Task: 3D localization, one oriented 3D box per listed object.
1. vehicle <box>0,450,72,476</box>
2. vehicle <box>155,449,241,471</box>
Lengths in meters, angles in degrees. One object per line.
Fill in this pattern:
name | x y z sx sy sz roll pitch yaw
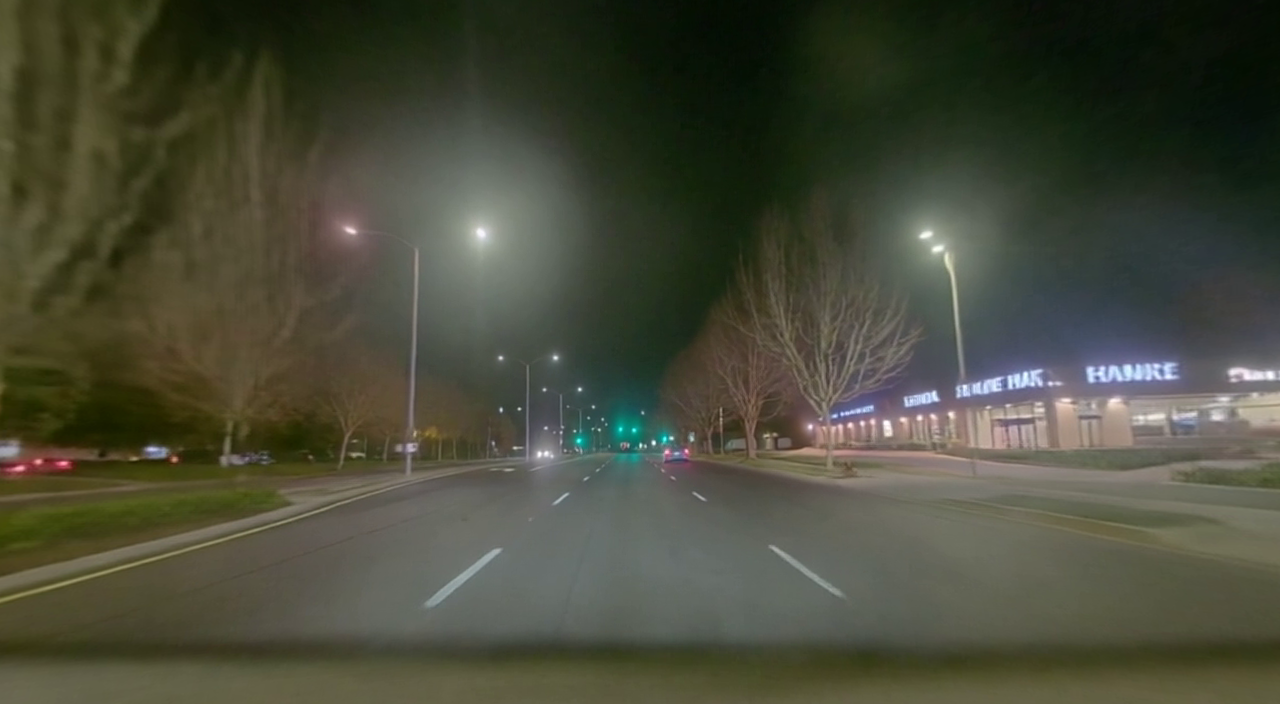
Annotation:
vehicle | -45.616 8.221 46.599 5.020 1.719 2.107 -2 -8 -1
vehicle | -33.028 8.075 47.167 4.736 1.573 2.176 0 -8 -3
